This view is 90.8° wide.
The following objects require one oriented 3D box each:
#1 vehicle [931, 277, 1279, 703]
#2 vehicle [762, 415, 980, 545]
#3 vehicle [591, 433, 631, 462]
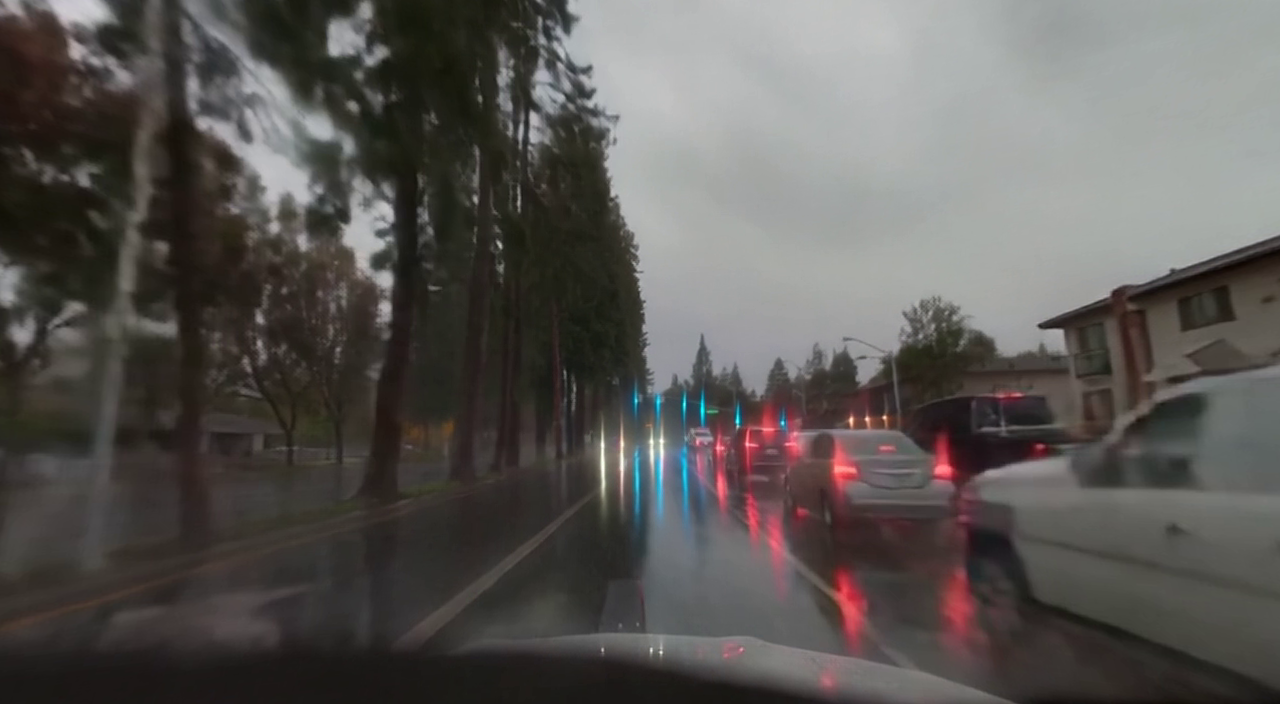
[{"bbox_3d":[2.827,0.616,1.599,2.052,1.693,4.554,0,-8,1],"label":"vehicle"},{"bbox_3d":[3.191,1.836,9.638,1.945,1.563,3.735,0,-8,1],"label":"vehicle"},{"bbox_3d":[-1.749,5.925,39.420,2.083,1.691,4.398,0,-8,2],"label":"vehicle"}]
